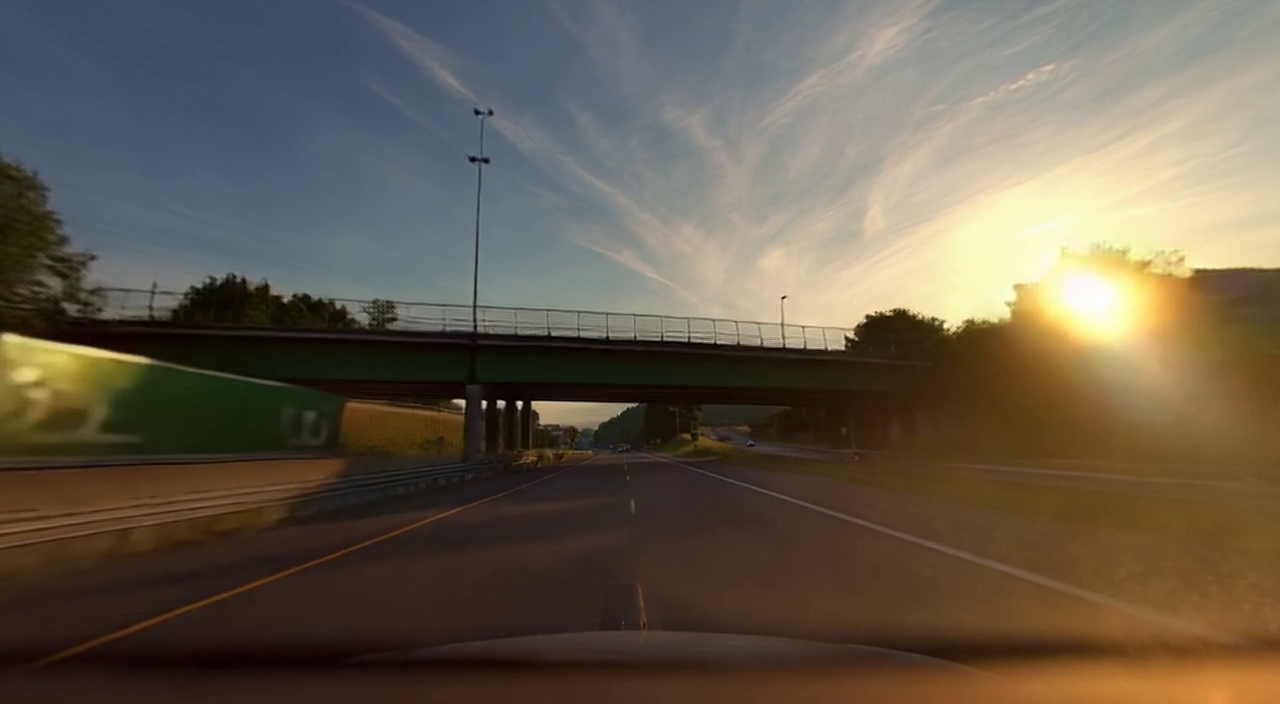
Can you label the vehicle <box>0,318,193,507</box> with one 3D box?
[{"bbox_3d":[-15.499,1.704,16.229,3.391,4.040,5.988,0,-9,-1],"label":"vehicle"}]
